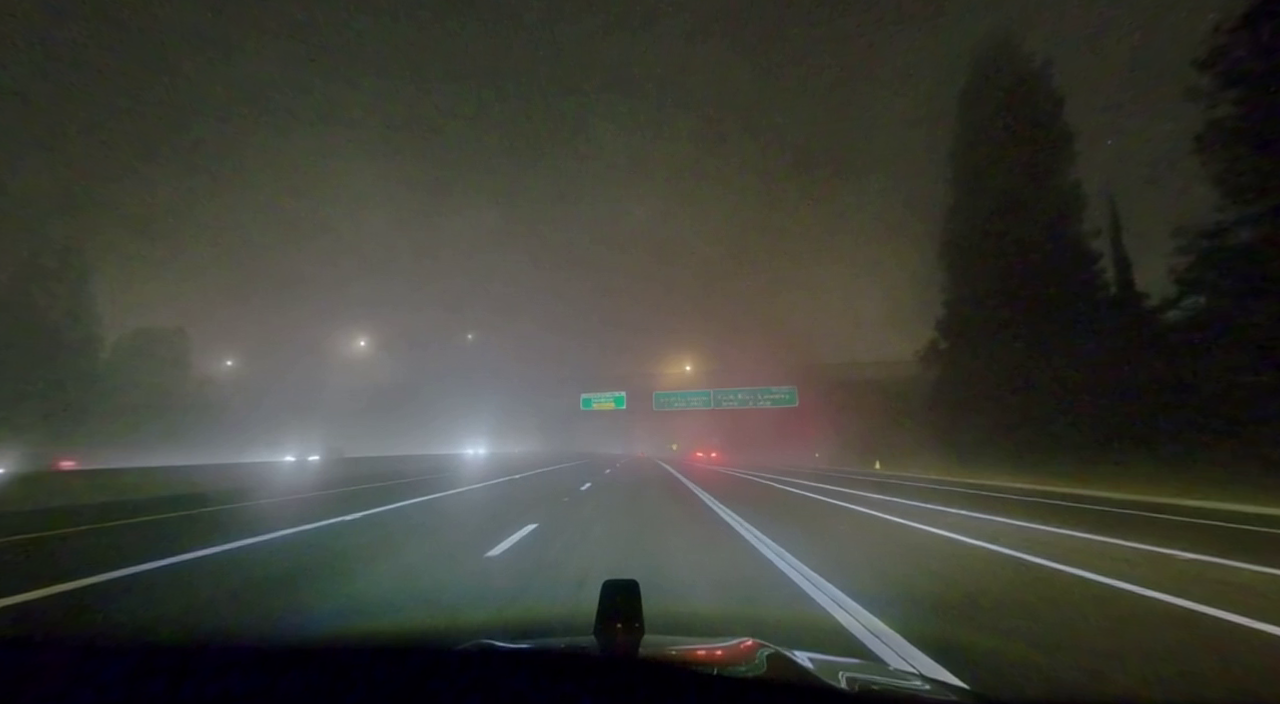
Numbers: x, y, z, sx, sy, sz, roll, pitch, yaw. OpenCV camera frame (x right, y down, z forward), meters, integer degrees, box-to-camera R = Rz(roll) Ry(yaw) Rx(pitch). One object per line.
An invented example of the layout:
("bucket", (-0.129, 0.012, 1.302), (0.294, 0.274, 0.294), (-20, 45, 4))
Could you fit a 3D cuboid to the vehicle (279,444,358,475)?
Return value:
("vehicle", (-21.784, 7.295, 43.016), (2.247, 1.915, 5.749), (0, -9, 1))
